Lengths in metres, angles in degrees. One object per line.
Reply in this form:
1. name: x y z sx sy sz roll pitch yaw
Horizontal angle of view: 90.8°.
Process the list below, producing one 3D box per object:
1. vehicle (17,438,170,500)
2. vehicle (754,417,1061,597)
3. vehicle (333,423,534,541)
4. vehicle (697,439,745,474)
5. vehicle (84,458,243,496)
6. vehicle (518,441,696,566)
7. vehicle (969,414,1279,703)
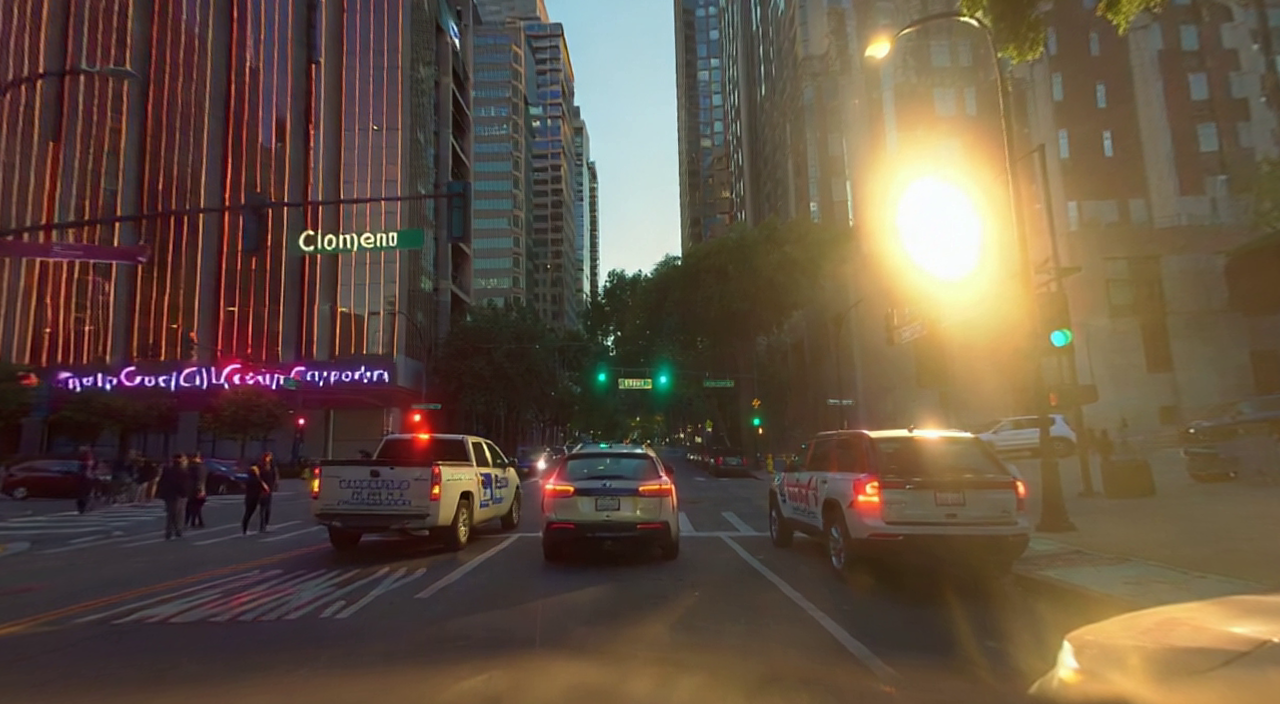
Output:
1. vehicle: -30.886 6.566 35.909 5.896 3.276 2.809 1 -8 0
2. vehicle: 3.039 1.860 8.599 2.072 1.735 4.759 0 -8 0
3. vehicle: -3.694 2.433 12.642 2.190 1.840 5.272 0 -8 0
4. vehicle: 5.656 7.388 45.000 2.420 2.300 5.313 0 -8 -3
5. vehicle: -20.059 5.261 26.739 5.153 1.449 1.966 0 -8 1
6. vehicle: -0.411 2.098 9.571 2.092 1.454 4.132 0 -8 -1
7. vehicle: 2.734 0.809 1.095 1.902 1.454 4.540 0 -8 0
